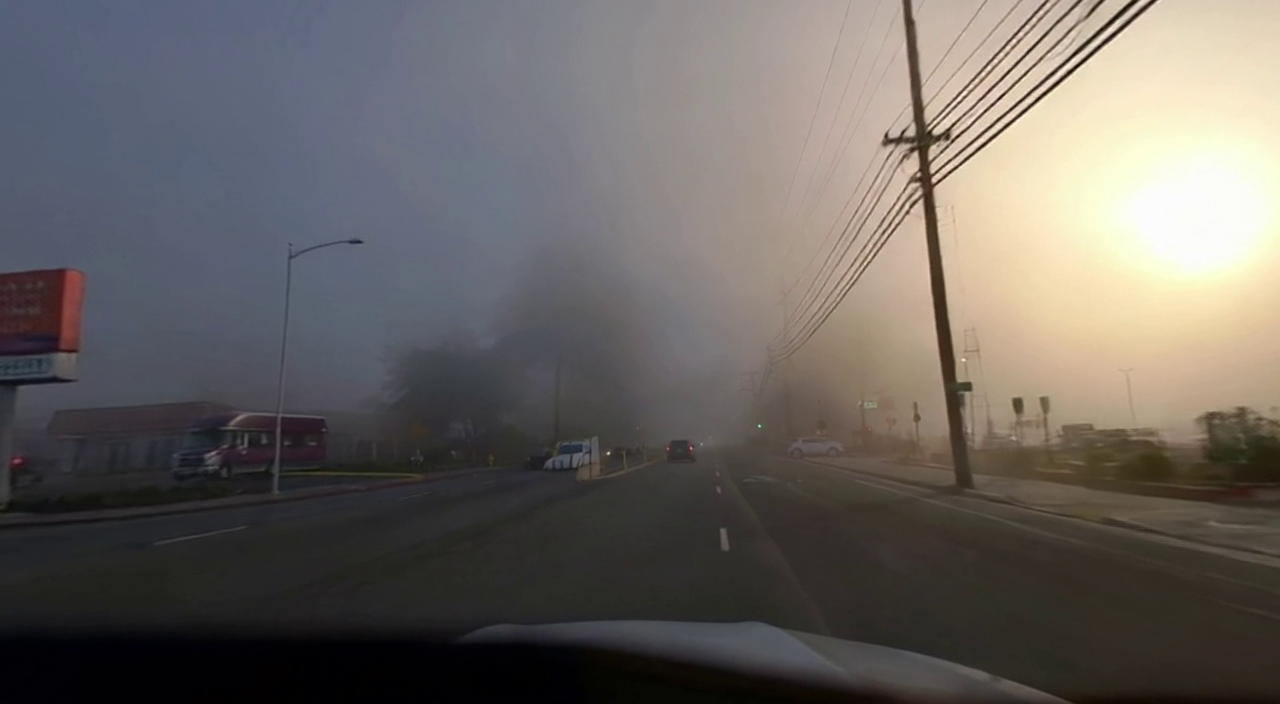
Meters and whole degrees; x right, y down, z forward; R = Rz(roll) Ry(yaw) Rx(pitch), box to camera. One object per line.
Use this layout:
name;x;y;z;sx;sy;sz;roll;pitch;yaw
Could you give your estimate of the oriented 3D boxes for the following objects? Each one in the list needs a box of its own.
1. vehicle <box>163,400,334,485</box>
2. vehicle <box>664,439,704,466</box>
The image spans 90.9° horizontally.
vehicle;-18.646;4.443;30.901;2.923;3.546;7.640;-2;-8;5
vehicle;2.696;5.996;37.806;2.073;1.525;3.968;-2;-8;8
